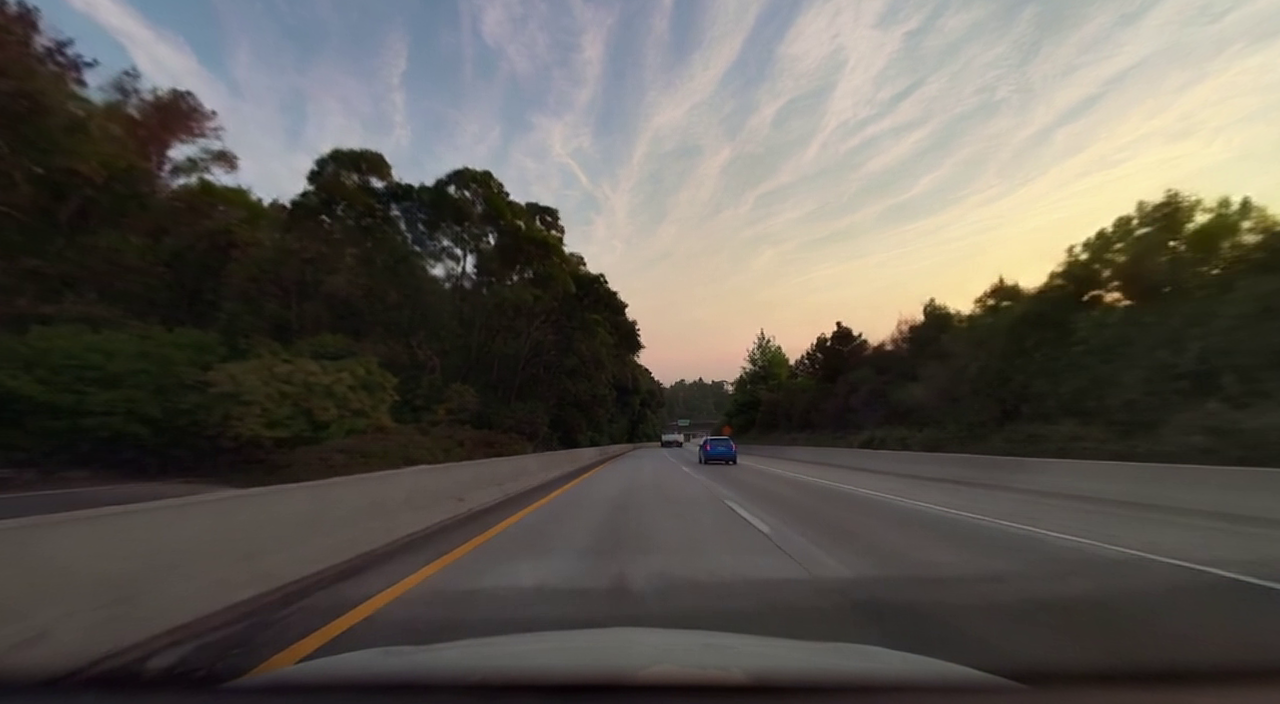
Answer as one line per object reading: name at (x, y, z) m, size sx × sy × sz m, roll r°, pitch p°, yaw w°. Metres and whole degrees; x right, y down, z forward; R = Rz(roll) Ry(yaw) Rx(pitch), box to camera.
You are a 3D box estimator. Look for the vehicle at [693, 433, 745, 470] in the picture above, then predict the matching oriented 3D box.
vehicle at (3.811, 4.870, 31.094) m, size 2.022 × 1.663 × 4.245 m, roll 0°, pitch -8°, yaw 0°
